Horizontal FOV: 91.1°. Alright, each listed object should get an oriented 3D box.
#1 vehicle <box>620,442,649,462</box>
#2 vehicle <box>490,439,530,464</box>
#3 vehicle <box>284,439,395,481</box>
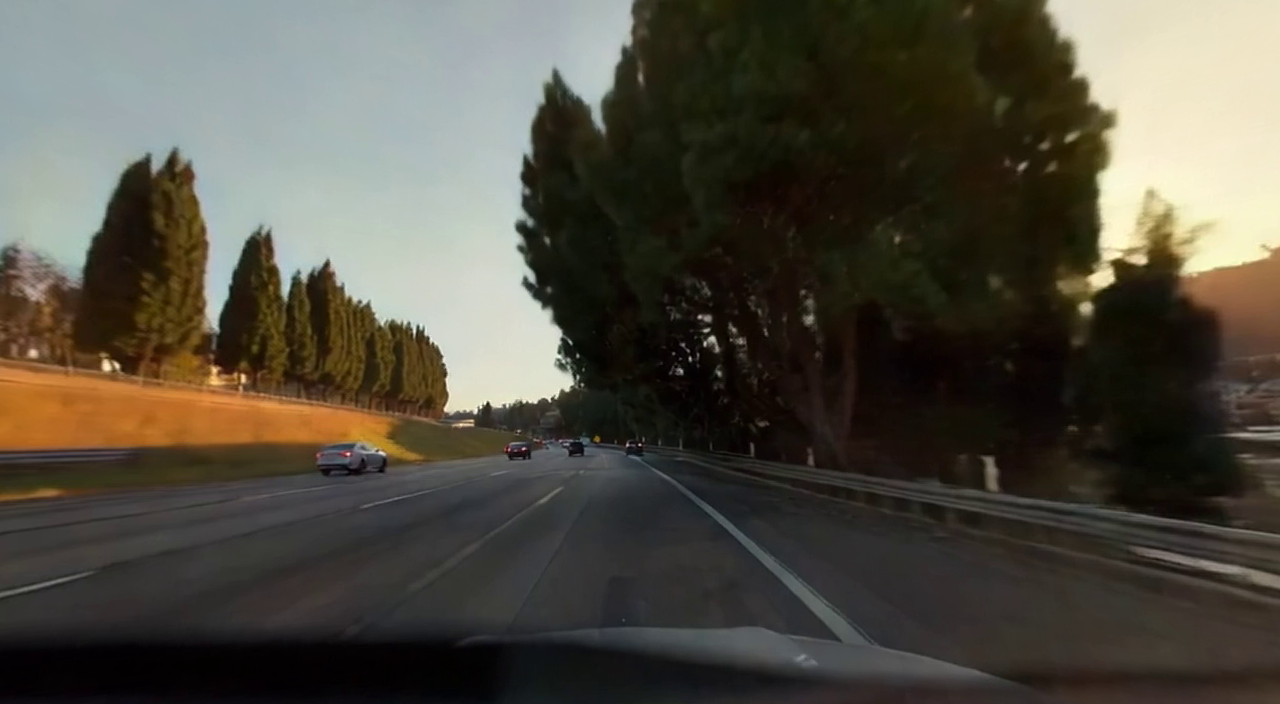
[{"bbox_3d":[-0.470,7.610,48.026,2.060,1.465,3.974,0,-8,-3],"label":"vehicle"},{"bbox_3d":[-9.099,7.020,44.386,2.015,1.651,4.432,0,-8,-2],"label":"vehicle"},{"bbox_3d":[-11.778,4.245,25.029,2.056,1.489,4.852,0,-8,-1],"label":"vehicle"}]
